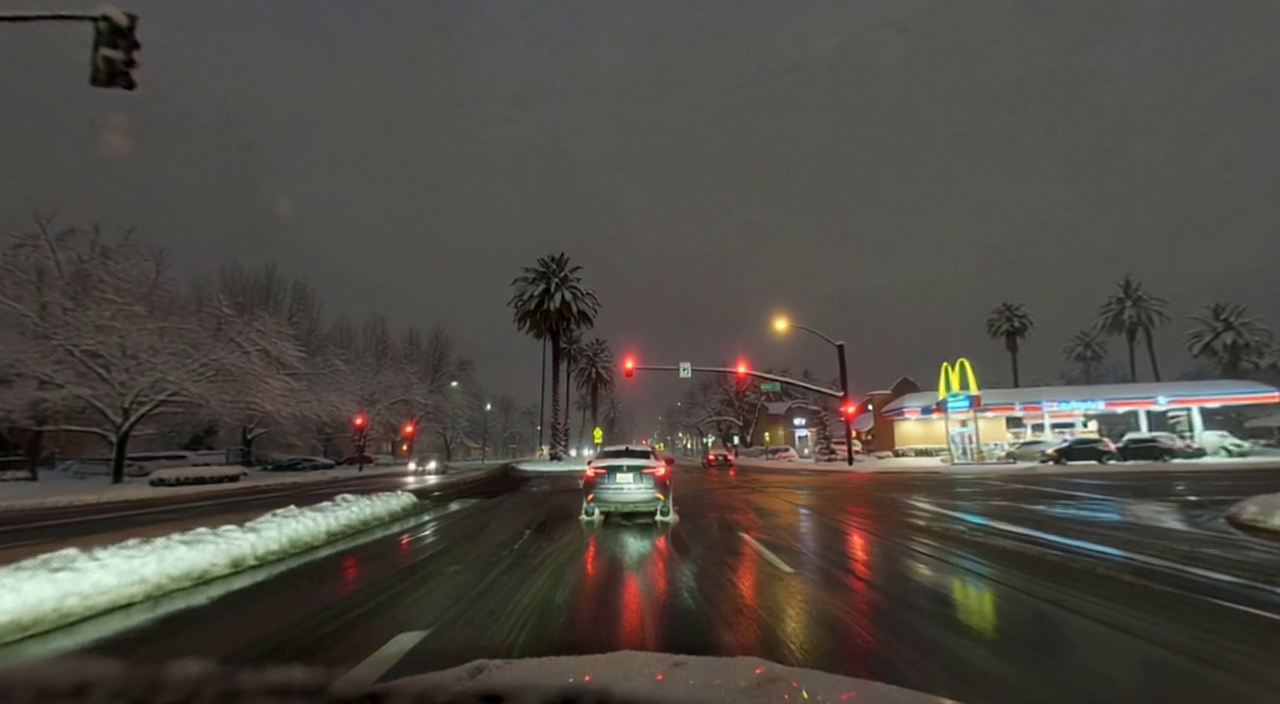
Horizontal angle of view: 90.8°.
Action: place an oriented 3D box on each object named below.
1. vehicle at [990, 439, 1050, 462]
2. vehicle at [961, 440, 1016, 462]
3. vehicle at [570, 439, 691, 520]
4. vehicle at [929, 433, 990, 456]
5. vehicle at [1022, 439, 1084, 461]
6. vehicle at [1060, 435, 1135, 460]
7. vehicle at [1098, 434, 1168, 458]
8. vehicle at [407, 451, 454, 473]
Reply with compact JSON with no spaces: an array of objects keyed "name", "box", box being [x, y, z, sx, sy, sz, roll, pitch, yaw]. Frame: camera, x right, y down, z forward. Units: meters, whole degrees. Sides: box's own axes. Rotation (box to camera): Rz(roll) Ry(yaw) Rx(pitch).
[{"name":"vehicle","box":[26.509,6.887,44.227,1.923,1.501,3.849,-1,-8,2]},{"name":"vehicle","box":[24.441,6.941,44.466,1.738,1.462,3.609,0,-8,-1]},{"name":"vehicle","box":[-0.167,2.731,14.145,2.270,1.475,4.571,0,-8,0]},{"name":"vehicle","box":[24.736,7.168,49.035,3.783,1.560,1.853,-5,-10,14]},{"name":"vehicle","box":[28.975,6.882,44.452,1.848,1.467,3.941,-1,-8,3]},{"name":"vehicle","box":[31.934,6.696,44.282,1.903,1.630,4.320,0,-8,-1]},{"name":"vehicle","box":[34.561,6.605,44.413,1.824,1.643,3.789,0,-8,-1]},{"name":"vehicle","box":[-15.499,8.111,46.967,1.896,1.508,4.659,0,-8,-1]}]
